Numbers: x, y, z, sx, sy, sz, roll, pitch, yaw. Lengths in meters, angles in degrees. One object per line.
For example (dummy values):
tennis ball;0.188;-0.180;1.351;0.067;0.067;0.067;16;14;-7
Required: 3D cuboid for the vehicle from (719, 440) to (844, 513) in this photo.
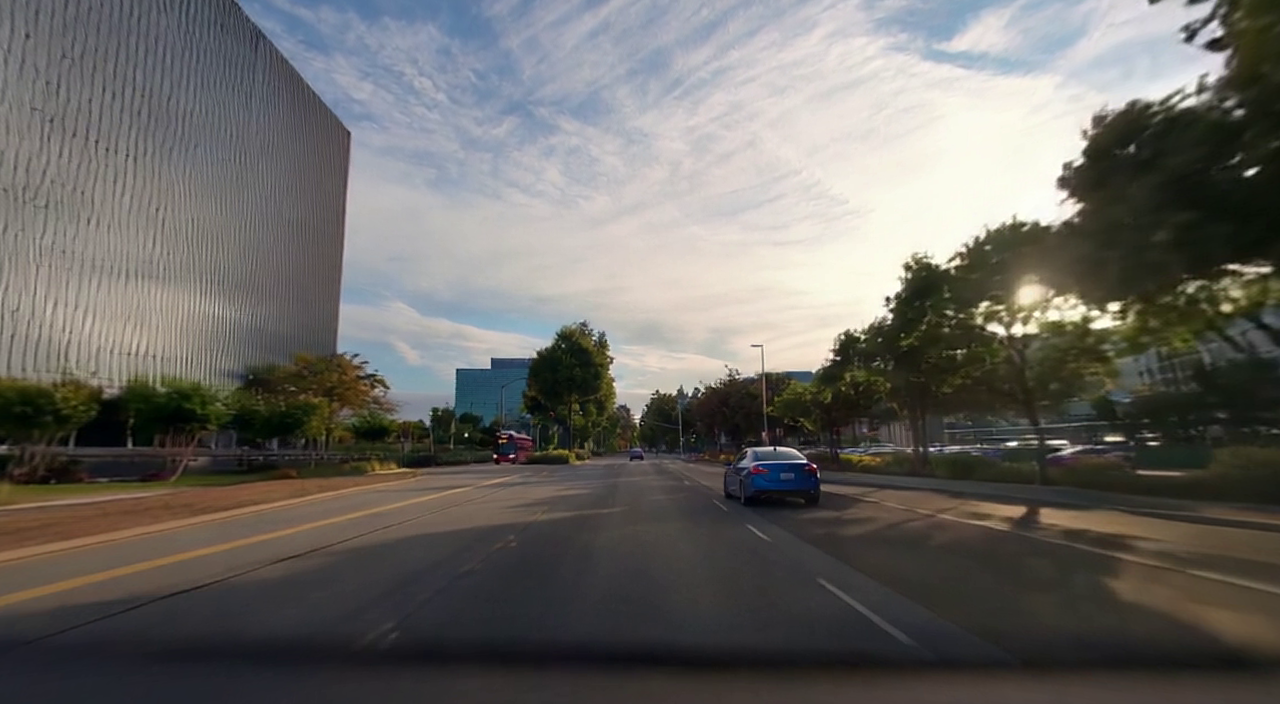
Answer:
vehicle;3.231;2.927;15.294;1.993;1.501;4.127;0;-9;-1
